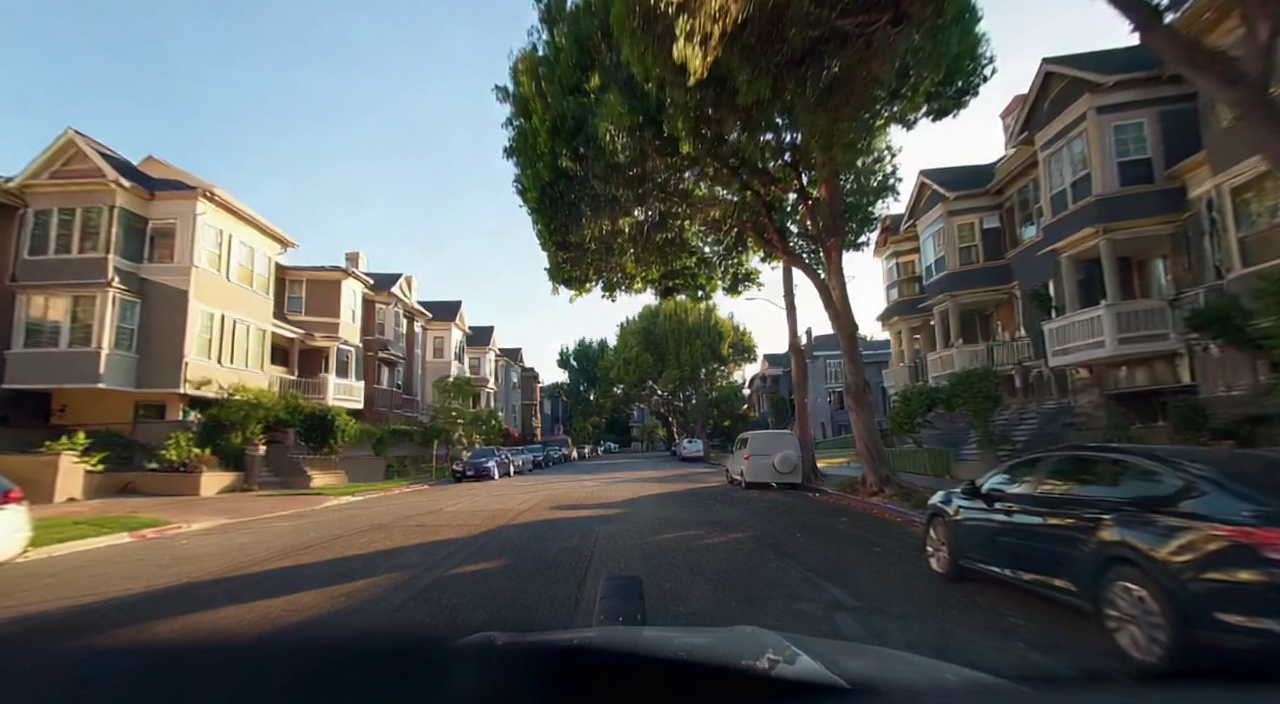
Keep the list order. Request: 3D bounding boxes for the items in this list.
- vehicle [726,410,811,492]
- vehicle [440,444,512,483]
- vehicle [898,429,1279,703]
[{"bbox_3d":[4.091,3.209,20.400,2.158,2.478,2.078,-1,-10,-2],"label":"vehicle"},{"bbox_3d":[-7.015,4.833,27.429,2.003,1.501,4.779,-1,-9,-2],"label":"vehicle"},{"bbox_3d":[4.086,1.435,5.214,2.047,1.473,4.702,0,-8,2],"label":"vehicle"}]
